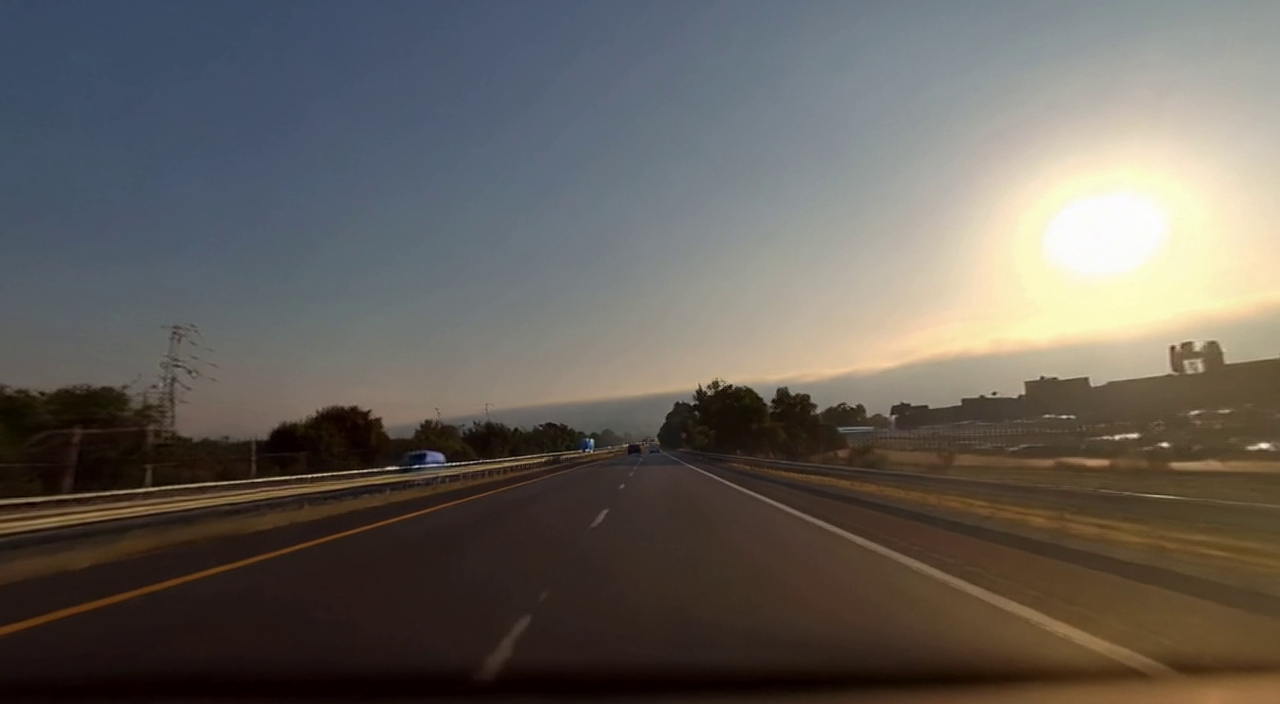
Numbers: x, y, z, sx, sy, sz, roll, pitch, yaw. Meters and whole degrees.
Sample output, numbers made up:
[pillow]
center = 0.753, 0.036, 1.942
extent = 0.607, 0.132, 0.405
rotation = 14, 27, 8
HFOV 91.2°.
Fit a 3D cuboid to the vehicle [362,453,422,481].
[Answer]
[vehicle]
center = -14.991, 6.938, 38.114
extent = 1.864, 1.520, 4.137
rotation = -1, -9, 2
